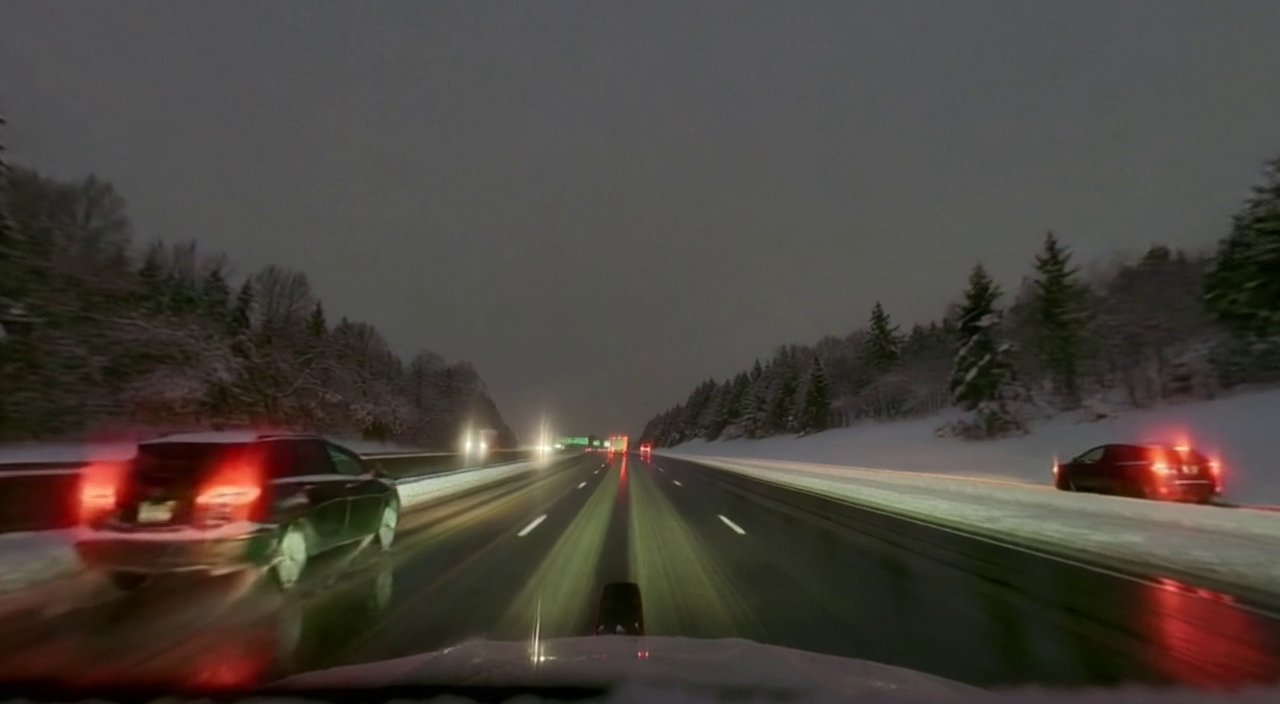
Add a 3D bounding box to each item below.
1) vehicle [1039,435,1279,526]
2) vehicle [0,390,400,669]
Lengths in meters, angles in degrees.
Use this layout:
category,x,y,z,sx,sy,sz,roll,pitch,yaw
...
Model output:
category,x,y,z,sx,sy,sz,roll,pitch,yaw
vehicle,9.995,2.401,12.211,1.853,1.463,3.780,0,-9,-1
vehicle,-3.966,1.337,5.663,2.071,1.615,3.868,0,-9,0
